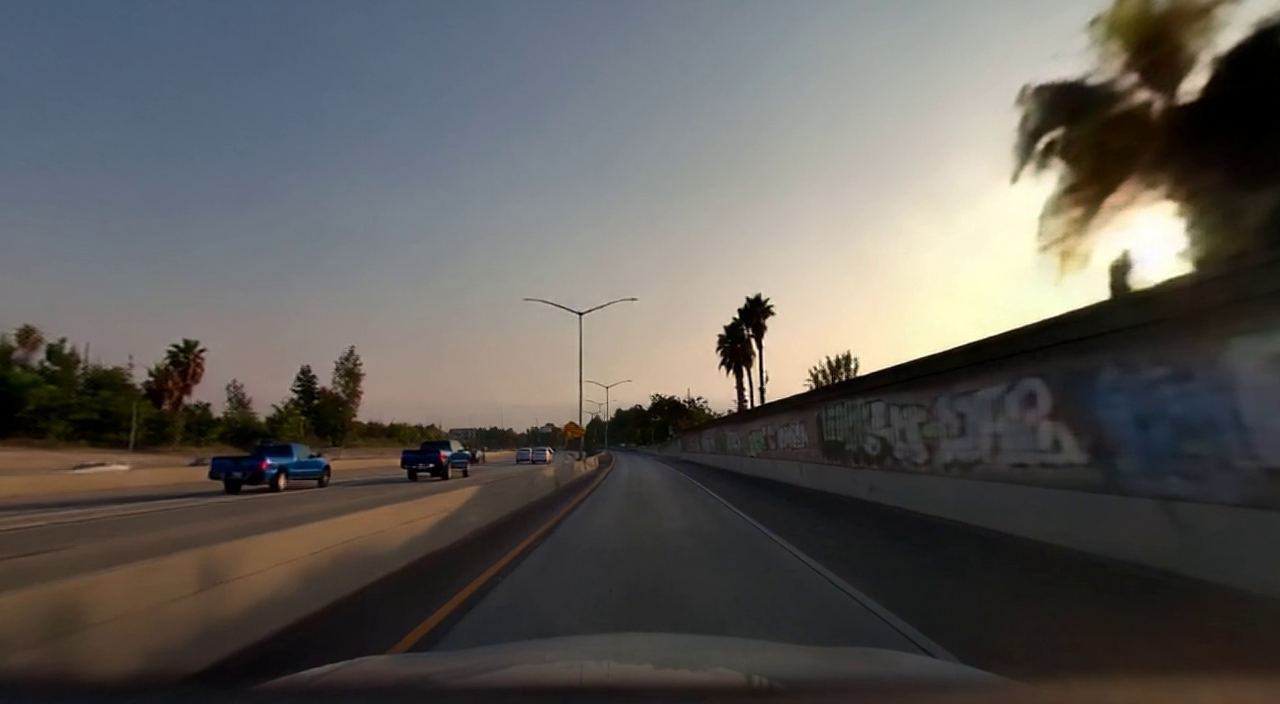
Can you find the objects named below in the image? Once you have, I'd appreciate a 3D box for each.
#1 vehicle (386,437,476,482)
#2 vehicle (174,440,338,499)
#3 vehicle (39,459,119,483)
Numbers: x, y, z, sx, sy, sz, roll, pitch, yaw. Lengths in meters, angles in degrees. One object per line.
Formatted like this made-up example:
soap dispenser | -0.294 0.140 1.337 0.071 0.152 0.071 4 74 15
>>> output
vehicle | -9.975 5.179 30.719 2.342 1.999 5.594 0 -9 1
vehicle | -13.881 4.268 23.457 2.272 1.882 5.941 0 -9 1
vehicle | -39.782 8.397 44.838 1.807 1.531 4.230 0 -9 -1
